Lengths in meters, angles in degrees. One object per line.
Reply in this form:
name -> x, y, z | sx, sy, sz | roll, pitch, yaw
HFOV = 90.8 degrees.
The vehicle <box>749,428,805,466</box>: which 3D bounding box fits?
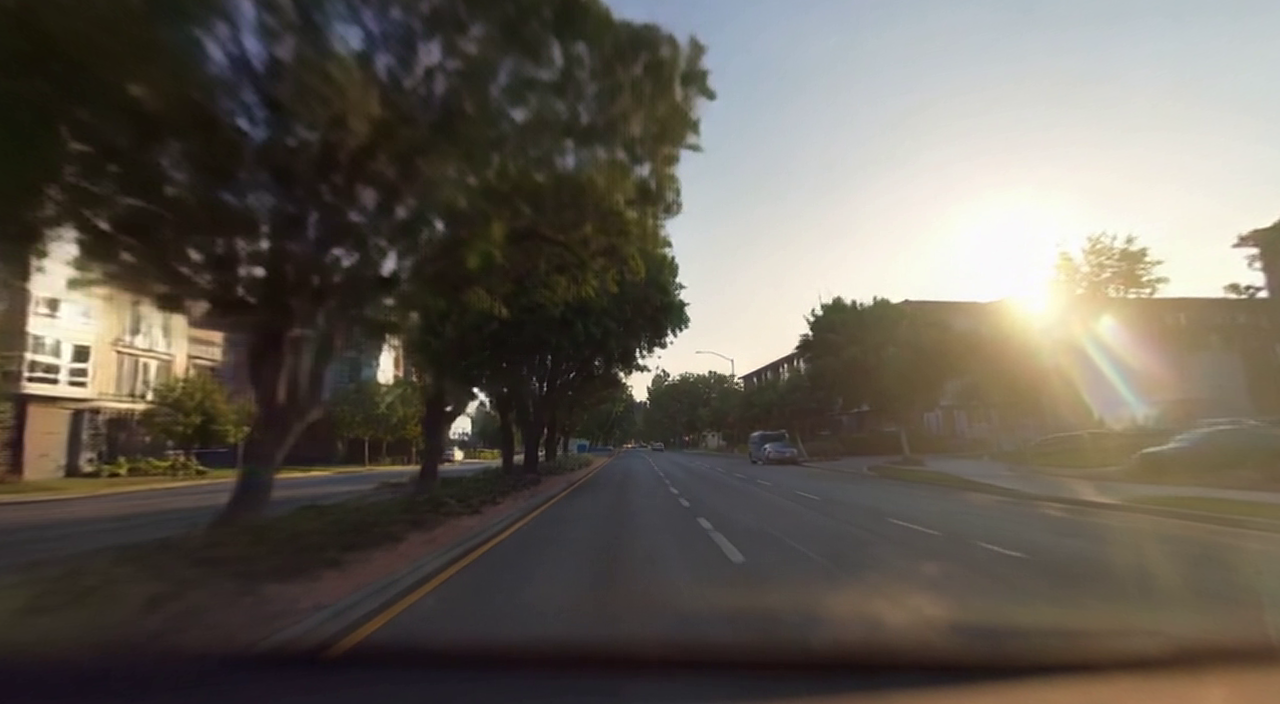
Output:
vehicle -> 9.740, 6.822, 45.565 | 2.456, 2.534, 5.930 | 0, -9, -3
